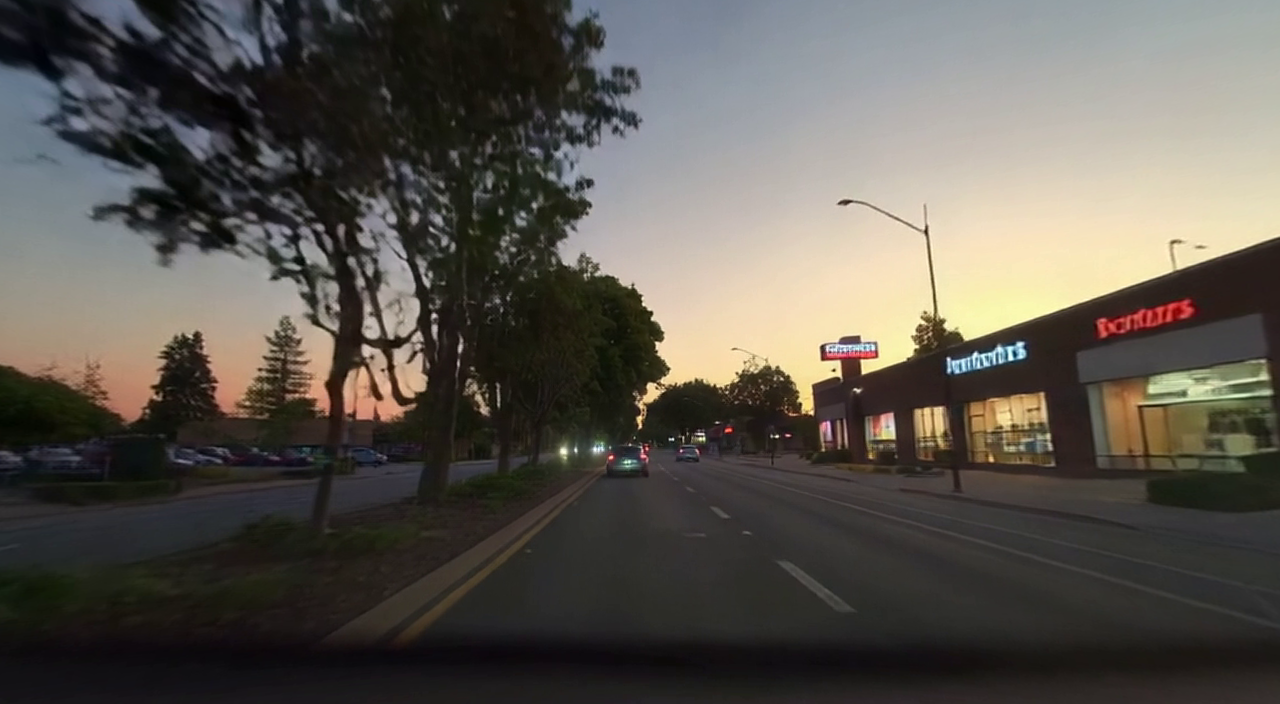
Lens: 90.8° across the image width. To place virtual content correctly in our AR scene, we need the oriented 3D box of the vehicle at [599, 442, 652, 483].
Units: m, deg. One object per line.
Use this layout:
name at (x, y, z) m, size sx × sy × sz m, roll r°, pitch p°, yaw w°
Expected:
vehicle at (-0.543, 4.421, 25.532) m, size 2.006 × 1.487 × 3.535 m, roll 0°, pitch -9°, yaw 0°

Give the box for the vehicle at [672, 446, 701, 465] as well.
vehicle at (3.649, 8.168, 49.989) m, size 1.910 × 1.474 × 4.003 m, roll 0°, pitch -9°, yaw -1°
